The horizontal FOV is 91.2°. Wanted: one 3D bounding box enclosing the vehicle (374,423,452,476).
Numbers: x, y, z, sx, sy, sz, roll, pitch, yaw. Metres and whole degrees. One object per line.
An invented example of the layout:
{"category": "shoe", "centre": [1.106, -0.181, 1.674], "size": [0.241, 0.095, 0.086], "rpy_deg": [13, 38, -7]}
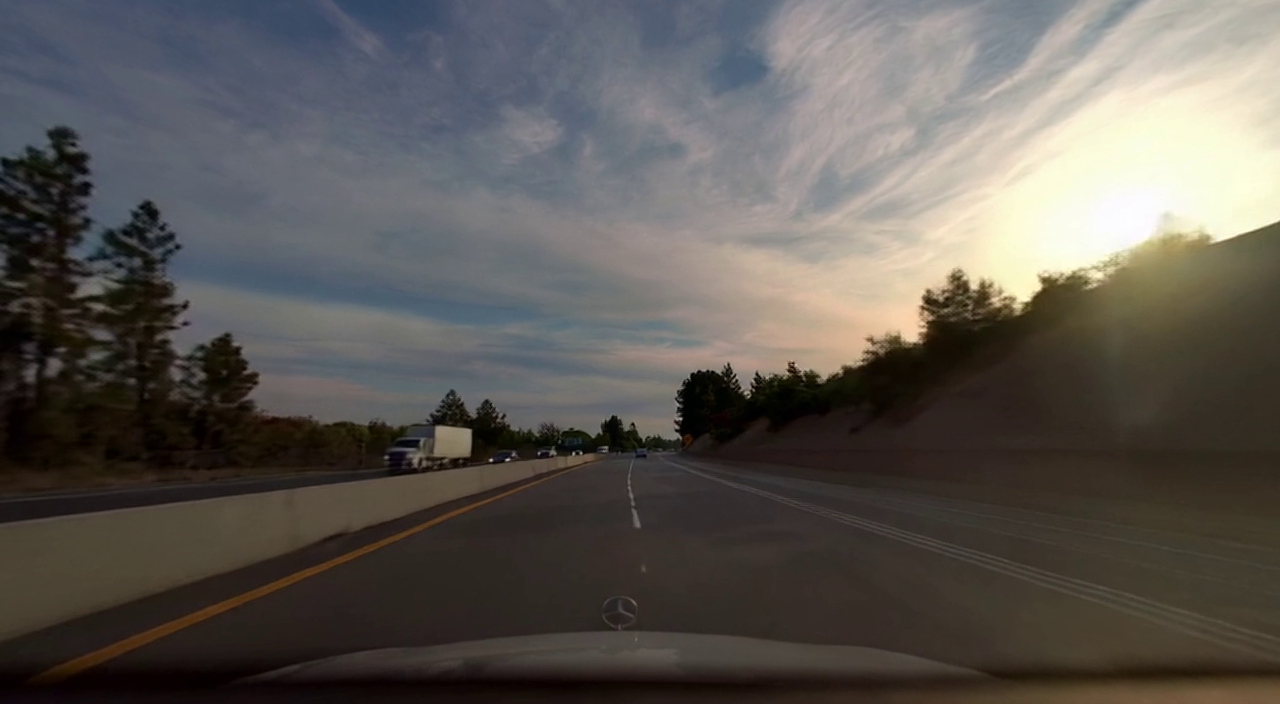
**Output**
{"category": "vehicle", "centre": [-15.604, 6.796, 43.719], "size": [2.732, 3.283, 7.013], "rpy_deg": [-1, -9, 0]}
